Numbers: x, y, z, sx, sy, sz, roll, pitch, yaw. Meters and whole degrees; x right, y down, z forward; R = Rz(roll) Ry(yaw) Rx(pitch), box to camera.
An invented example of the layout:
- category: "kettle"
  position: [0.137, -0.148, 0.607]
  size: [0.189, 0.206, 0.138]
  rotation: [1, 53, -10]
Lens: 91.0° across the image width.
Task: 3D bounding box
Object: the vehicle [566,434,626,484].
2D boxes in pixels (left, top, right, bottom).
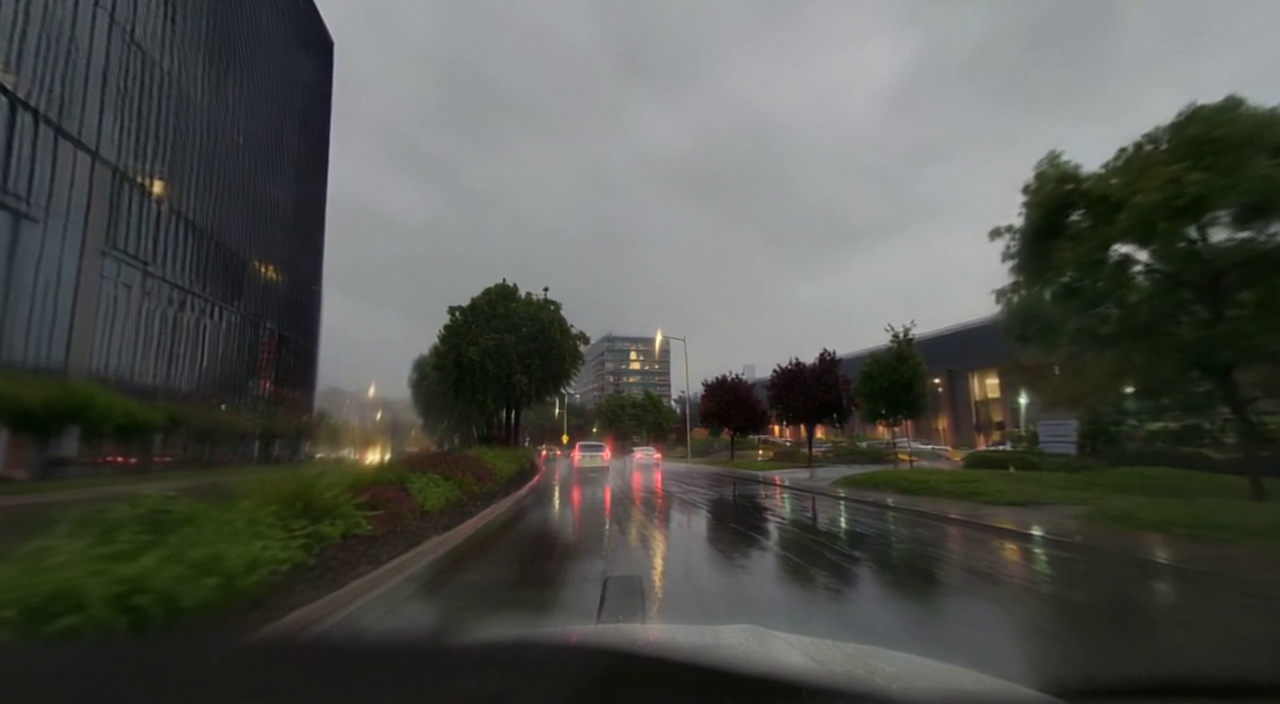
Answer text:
- category: "vehicle"
  position: [-1.814, 4.180, 24.911]
  size: [2.173, 1.761, 4.374]
  rotation: [1, -9, -6]

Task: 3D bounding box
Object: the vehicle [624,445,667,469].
- category: "vehicle"
  position: [0.309, 7.014, 42.250]
  size: [2.116, 1.506, 4.355]
  rotation: [2, -9, -10]
